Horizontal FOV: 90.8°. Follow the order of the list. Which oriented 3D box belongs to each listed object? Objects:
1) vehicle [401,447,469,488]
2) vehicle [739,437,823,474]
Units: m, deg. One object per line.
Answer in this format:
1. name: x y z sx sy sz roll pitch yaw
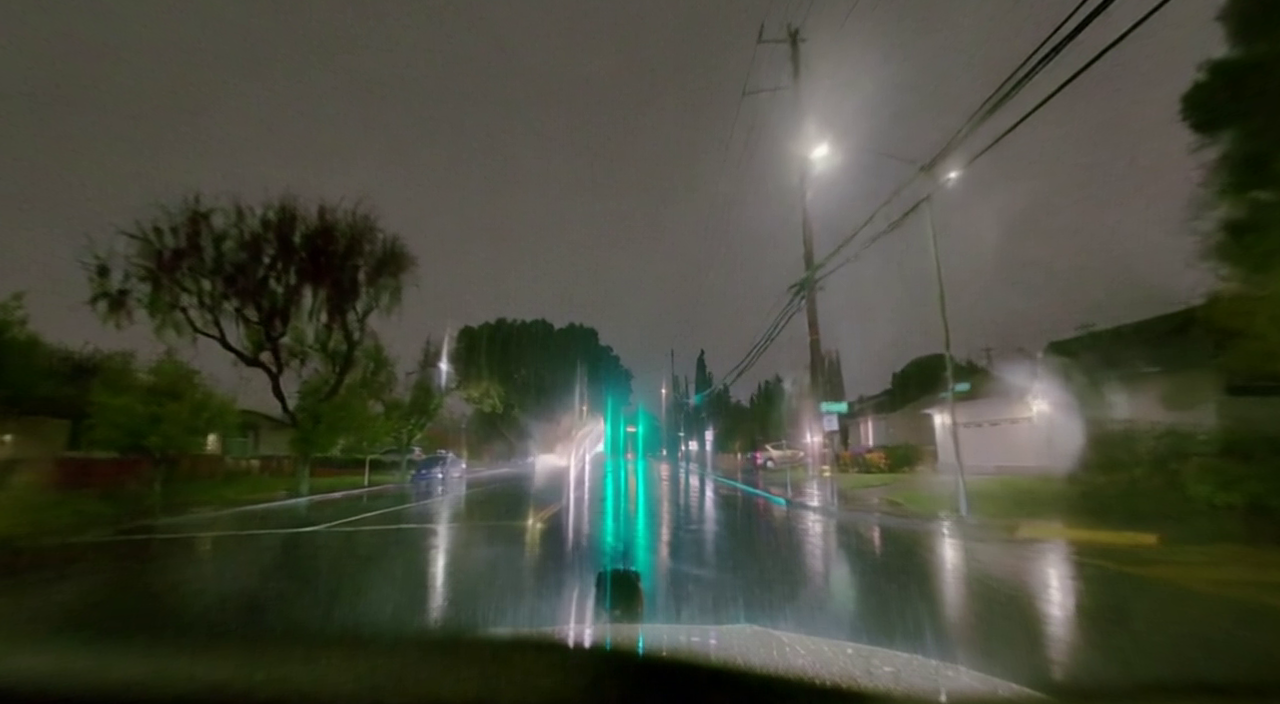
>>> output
1. vehicle: -11.142 6.279 34.720 2.024 1.795 5.054 -8 -9 -2
2. vehicle: 9.811 7.129 43.849 5.565 2.036 1.907 0 -6 -26
